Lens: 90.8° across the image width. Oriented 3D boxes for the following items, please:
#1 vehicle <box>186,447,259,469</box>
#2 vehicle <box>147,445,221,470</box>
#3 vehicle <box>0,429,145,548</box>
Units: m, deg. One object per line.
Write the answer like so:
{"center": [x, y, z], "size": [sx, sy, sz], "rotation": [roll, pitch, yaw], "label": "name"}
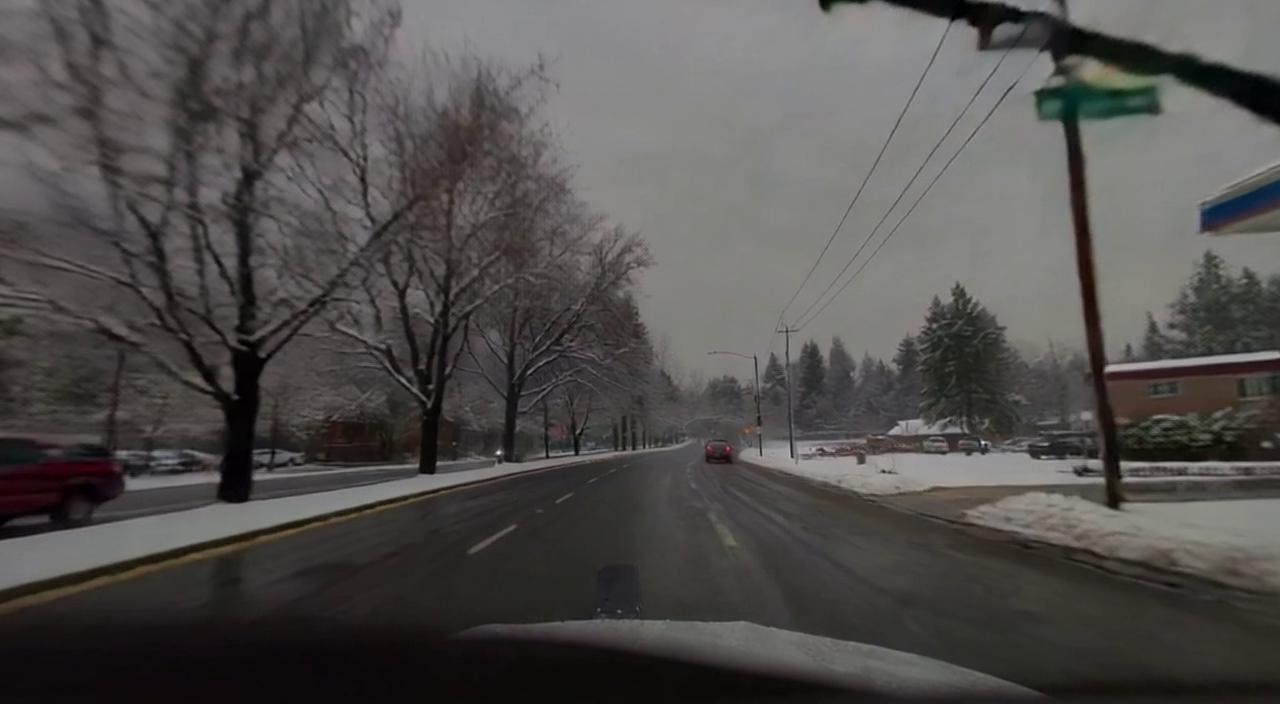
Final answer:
{"center": [-29.943, 7.624, 45.480], "size": [1.884, 1.490, 4.627], "rotation": [-1, -9, 3], "label": "vehicle"}
{"center": [-32.651, 7.559, 45.390], "size": [2.051, 1.639, 4.354], "rotation": [-2, -9, 1], "label": "vehicle"}
{"center": [-9.127, 1.725, 7.924], "size": [2.023, 1.498, 4.605], "rotation": [0, -9, 1], "label": "vehicle"}
